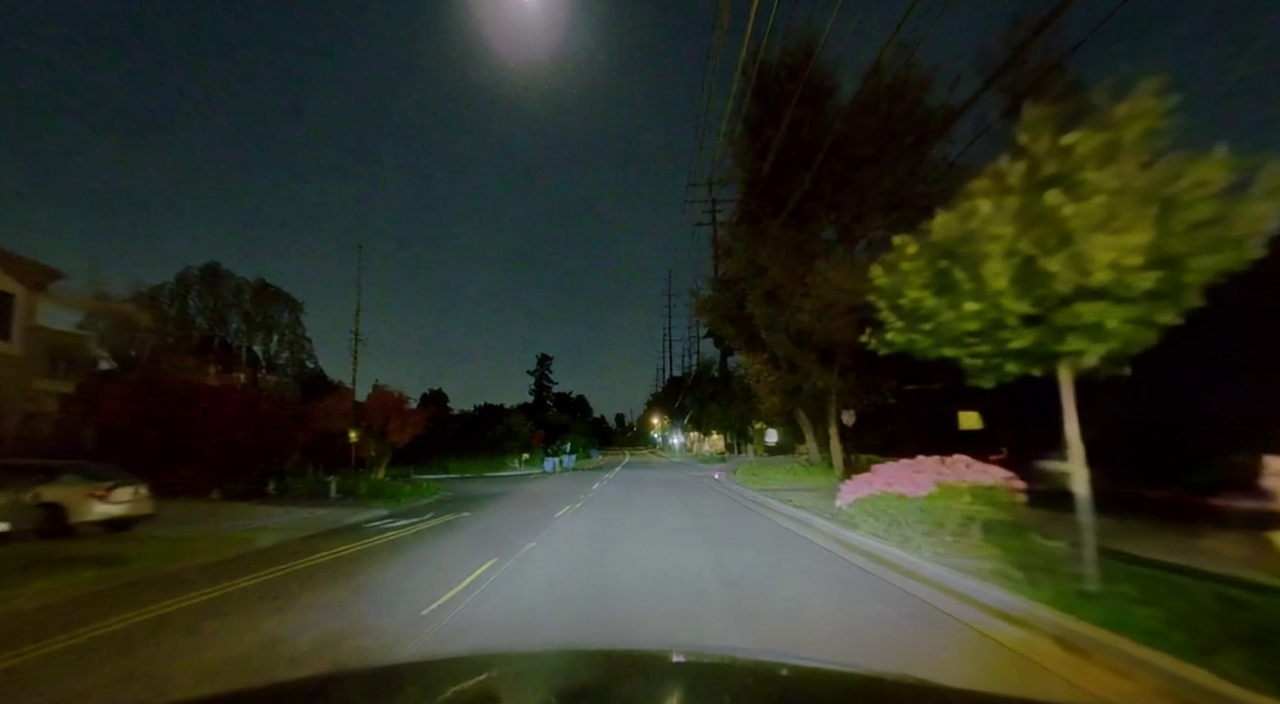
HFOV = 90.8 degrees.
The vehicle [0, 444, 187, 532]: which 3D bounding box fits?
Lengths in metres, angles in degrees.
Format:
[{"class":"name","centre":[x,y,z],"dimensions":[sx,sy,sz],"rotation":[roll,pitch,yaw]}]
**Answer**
[{"class":"vehicle","centre":[-13.452,3.041,14.471],"dimensions":[4.461,1.844,2.015],"rotation":[1,-9,-5]}]
